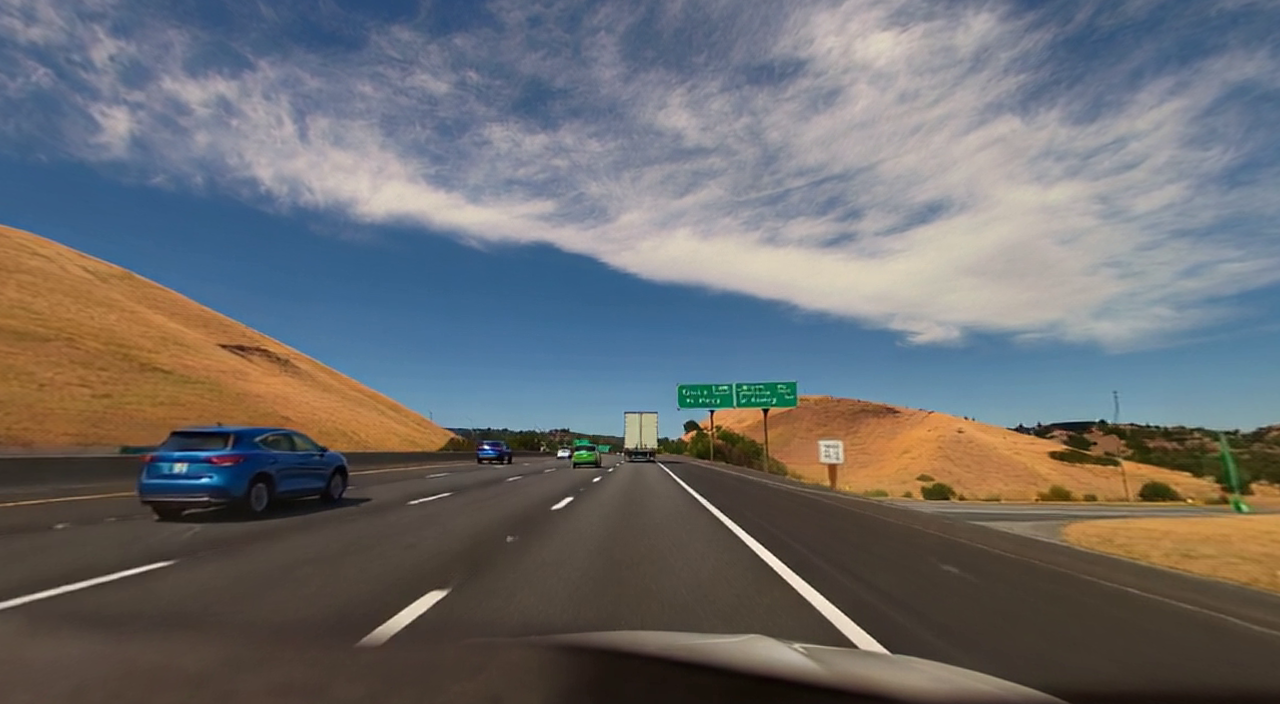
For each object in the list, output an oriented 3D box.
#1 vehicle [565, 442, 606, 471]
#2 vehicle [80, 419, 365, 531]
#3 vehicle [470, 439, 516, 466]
[{"bbox_3d":[-3.445,6.801,41.037,2.194,1.725,4.698,1,-9,1],"label":"vehicle"},{"bbox_3d":[-7.450,2.259,12.077,2.098,1.678,4.822,1,-9,0],"label":"vehicle"},{"bbox_3d":[-10.844,7.489,46.931,2.111,1.906,5.028,1,-9,1],"label":"vehicle"}]
